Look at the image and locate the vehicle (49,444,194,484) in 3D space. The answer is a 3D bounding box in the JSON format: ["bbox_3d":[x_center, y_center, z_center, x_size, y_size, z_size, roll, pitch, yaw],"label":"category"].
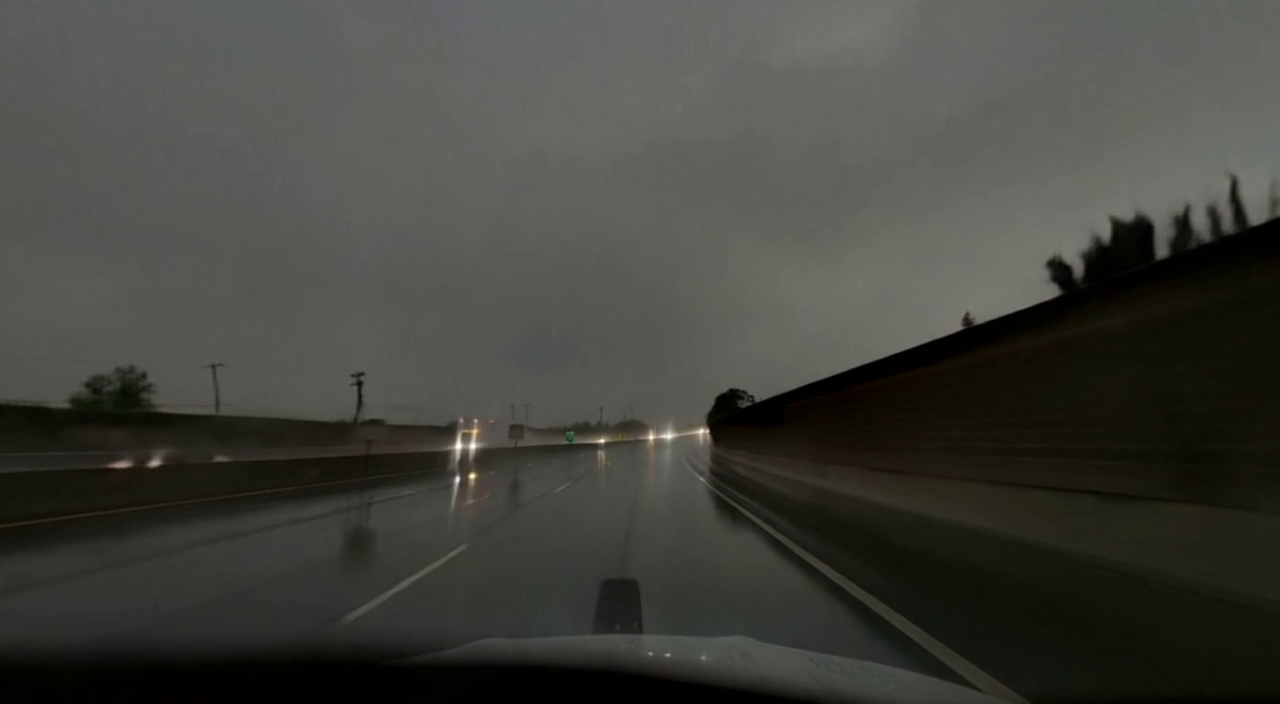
[{"bbox_3d":[-21.695,4.663,26.682,1.944,1.514,4.841,0,-8,2],"label":"vehicle"}]
